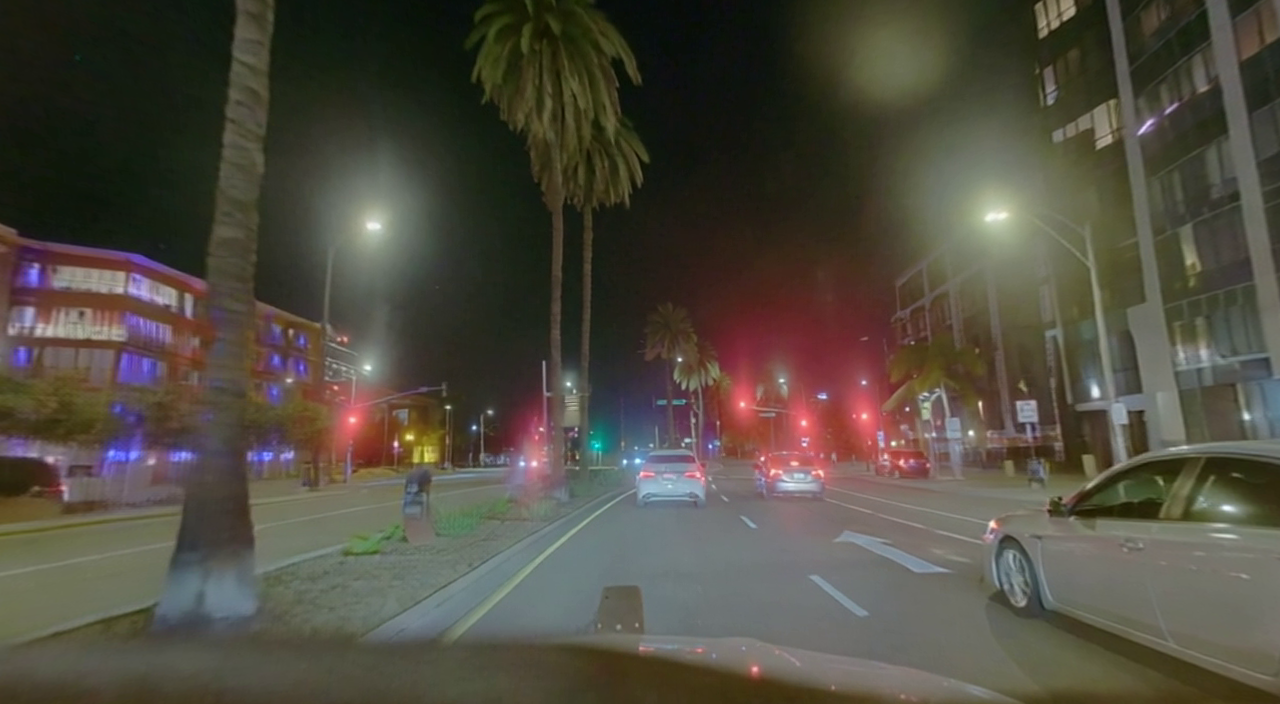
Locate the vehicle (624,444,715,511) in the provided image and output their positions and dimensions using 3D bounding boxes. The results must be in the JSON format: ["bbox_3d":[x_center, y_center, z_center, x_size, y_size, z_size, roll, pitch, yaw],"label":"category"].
[{"bbox_3d":[0.806,3.159,16.323,2.078,1.503,3.681,-1,-9,4],"label":"vehicle"}]

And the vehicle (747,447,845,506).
[{"bbox_3d":[4.357,3.507,18.347,1.920,1.490,4.417,-1,-9,3],"label":"vehicle"}]

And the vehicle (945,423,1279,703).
[{"bbox_3d":[3.796,1.199,3.746,1.913,1.469,4.425,-1,-9,3],"label":"vehicle"}]
